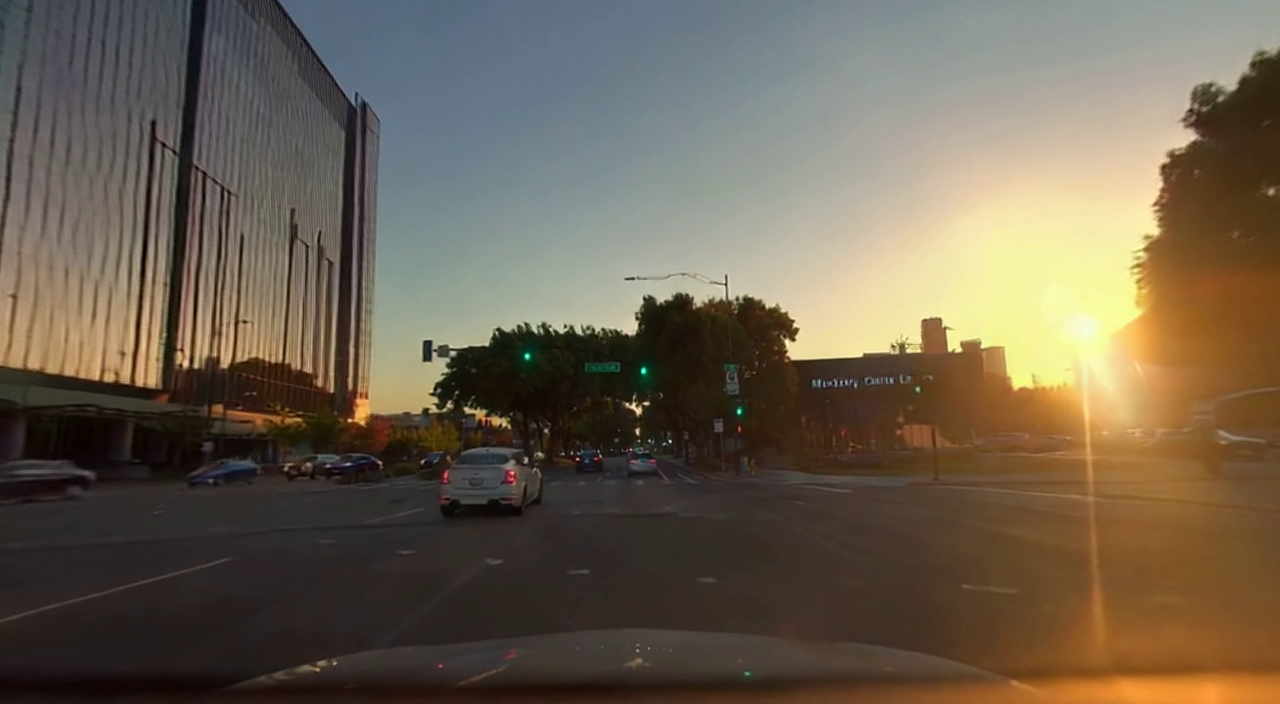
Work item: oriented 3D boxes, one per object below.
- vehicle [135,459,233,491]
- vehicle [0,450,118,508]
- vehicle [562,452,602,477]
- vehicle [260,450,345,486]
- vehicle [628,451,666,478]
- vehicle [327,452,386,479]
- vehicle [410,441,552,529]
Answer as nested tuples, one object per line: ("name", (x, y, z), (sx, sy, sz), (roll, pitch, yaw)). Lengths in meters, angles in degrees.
("vehicle", (-23.534, 6.336, 32.831), (1.845, 1.503, 4.350), (0, -9, -1))
("vehicle", (-20.100, 4.110, 20.869), (1.931, 1.722, 4.419), (1, -9, -1))
("vehicle", (-3.610, 7.118, 40.251), (2.088, 1.430, 4.482), (0, -9, 0))
("vehicle", (-17.245, 5.937, 32.582), (1.926, 1.711, 4.516), (0, -9, -1))
("vehicle", (0.382, 6.575, 37.140), (2.102, 1.482, 4.125), (0, -9, 0))
("vehicle", (-20.322, 8.135, 45.527), (2.011, 1.768, 4.661), (0, -9, 0))
("vehicle", (-3.143, 2.712, 13.352), (1.983, 1.545, 3.773), (0, -9, 0))
